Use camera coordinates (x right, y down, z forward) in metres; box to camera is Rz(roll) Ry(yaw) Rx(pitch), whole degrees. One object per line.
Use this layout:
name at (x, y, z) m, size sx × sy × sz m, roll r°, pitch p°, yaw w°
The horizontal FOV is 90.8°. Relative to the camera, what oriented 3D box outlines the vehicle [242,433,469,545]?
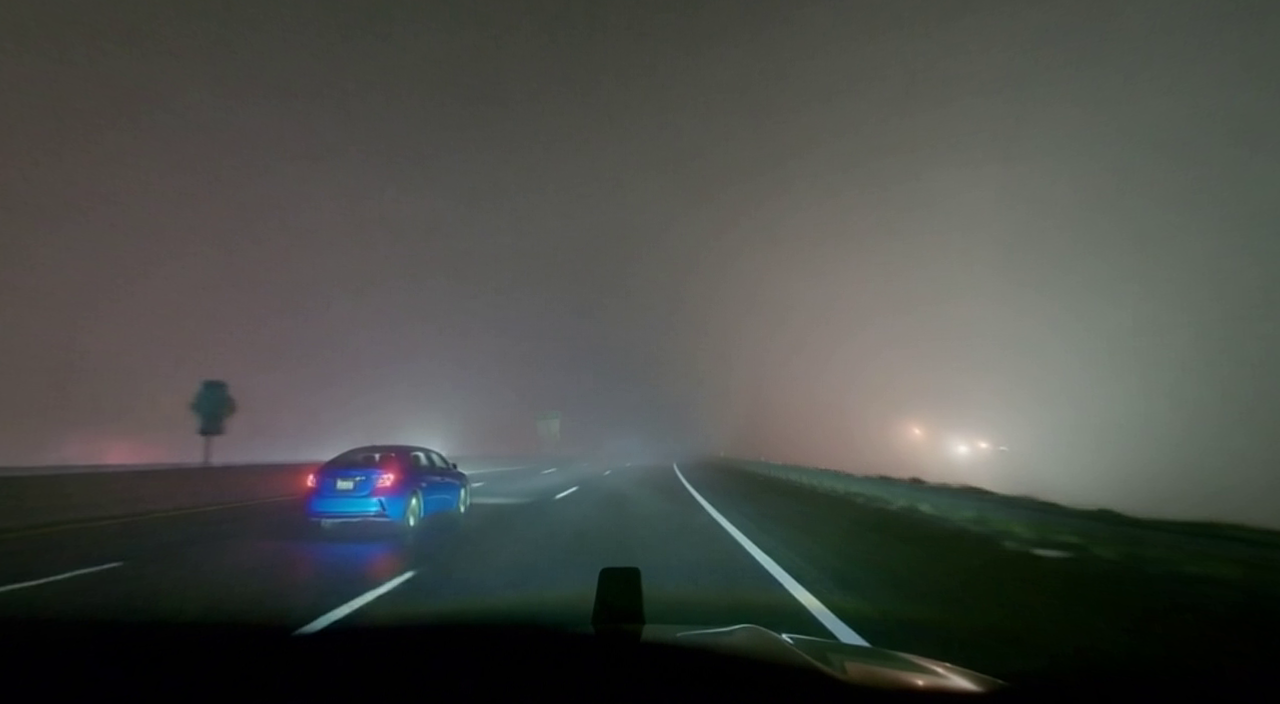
vehicle at (-4.369, 2.142, 10.465) m, size 1.928 × 1.504 × 3.745 m, roll 0°, pitch -9°, yaw 1°
